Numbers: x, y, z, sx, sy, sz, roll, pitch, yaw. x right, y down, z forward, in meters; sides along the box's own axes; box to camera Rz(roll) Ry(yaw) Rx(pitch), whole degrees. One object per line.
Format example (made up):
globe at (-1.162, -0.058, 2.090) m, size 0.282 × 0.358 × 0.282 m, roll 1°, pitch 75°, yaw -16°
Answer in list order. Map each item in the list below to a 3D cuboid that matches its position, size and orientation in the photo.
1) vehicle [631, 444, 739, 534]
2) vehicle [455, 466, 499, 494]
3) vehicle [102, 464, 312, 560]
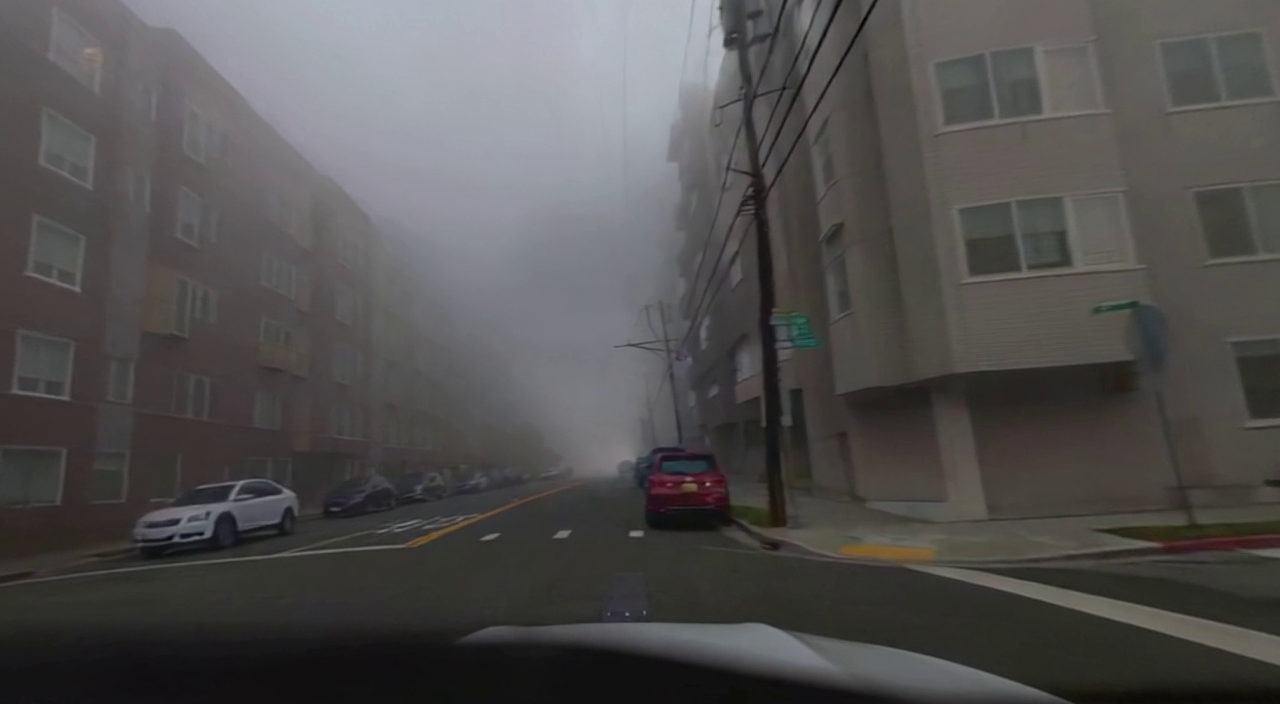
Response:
vehicle at (0.929, 3.231, 15.559) m, size 2.164 × 1.721 × 4.416 m, roll -4°, pitch -9°, yaw -1°
vehicle at (-10.886, 8.540, 42.380) m, size 2.032 × 1.641 × 4.162 m, roll 0°, pitch -9°, yaw -2°
vehicle at (-10.440, 3.831, 15.777) m, size 2.140 × 1.874 × 4.475 m, roll 0°, pitch -9°, yaw -2°
